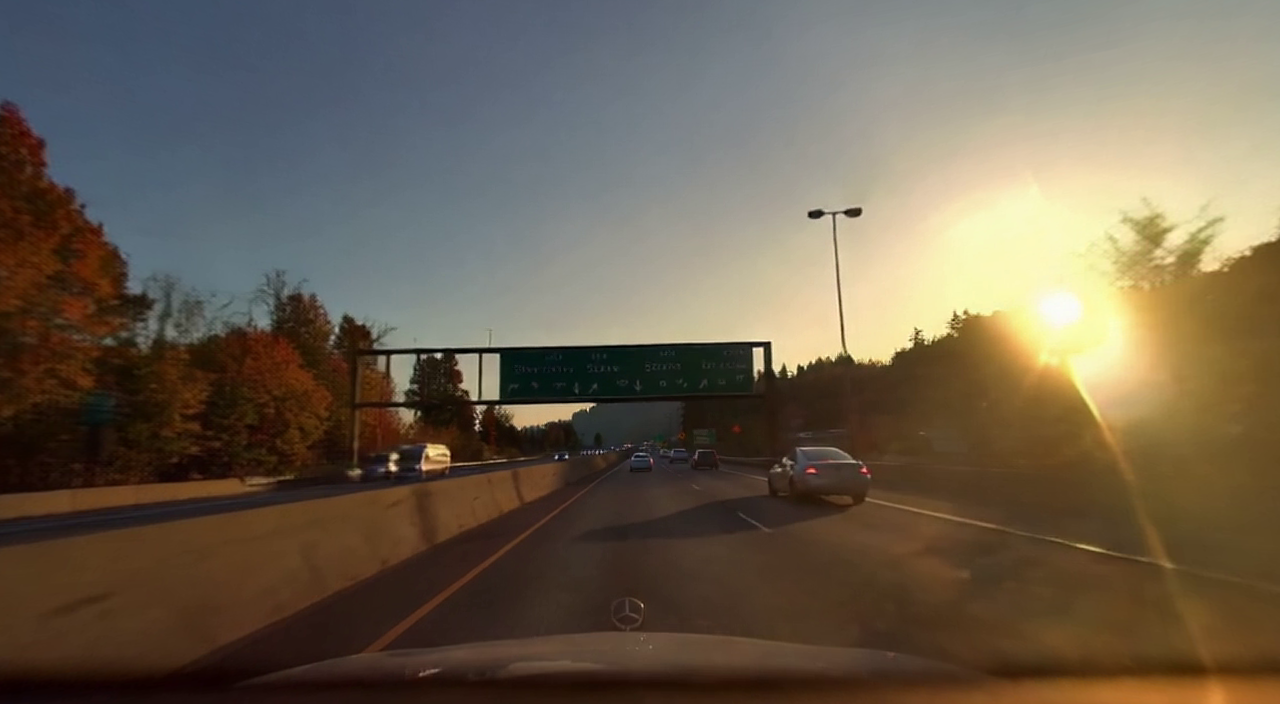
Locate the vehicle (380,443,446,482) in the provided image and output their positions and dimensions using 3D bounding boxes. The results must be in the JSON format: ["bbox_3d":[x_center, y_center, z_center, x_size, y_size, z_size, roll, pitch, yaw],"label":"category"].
[{"bbox_3d":[-15.984,7.780,44.795,2.507,2.577,5.744,0,-9,1],"label":"vehicle"}]

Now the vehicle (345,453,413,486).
[{"bbox_3d":[-15.896,7.158,38.719,2.024,1.869,4.992,0,-9,0],"label":"vehicle"}]

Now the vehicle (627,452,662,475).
[{"bbox_3d":[0.276,6.871,38.991,2.012,1.320,3.777,0,-9,0],"label":"vehicle"}]

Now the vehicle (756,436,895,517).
[{"bbox_3d":[4.254,2.929,15.333,1.969,1.639,4.472,0,-9,-1],"label":"vehicle"}]

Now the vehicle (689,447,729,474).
[{"bbox_3d":[4.238,6.693,39.068,1.935,1.594,3.981,0,-9,-1],"label":"vehicle"}]
